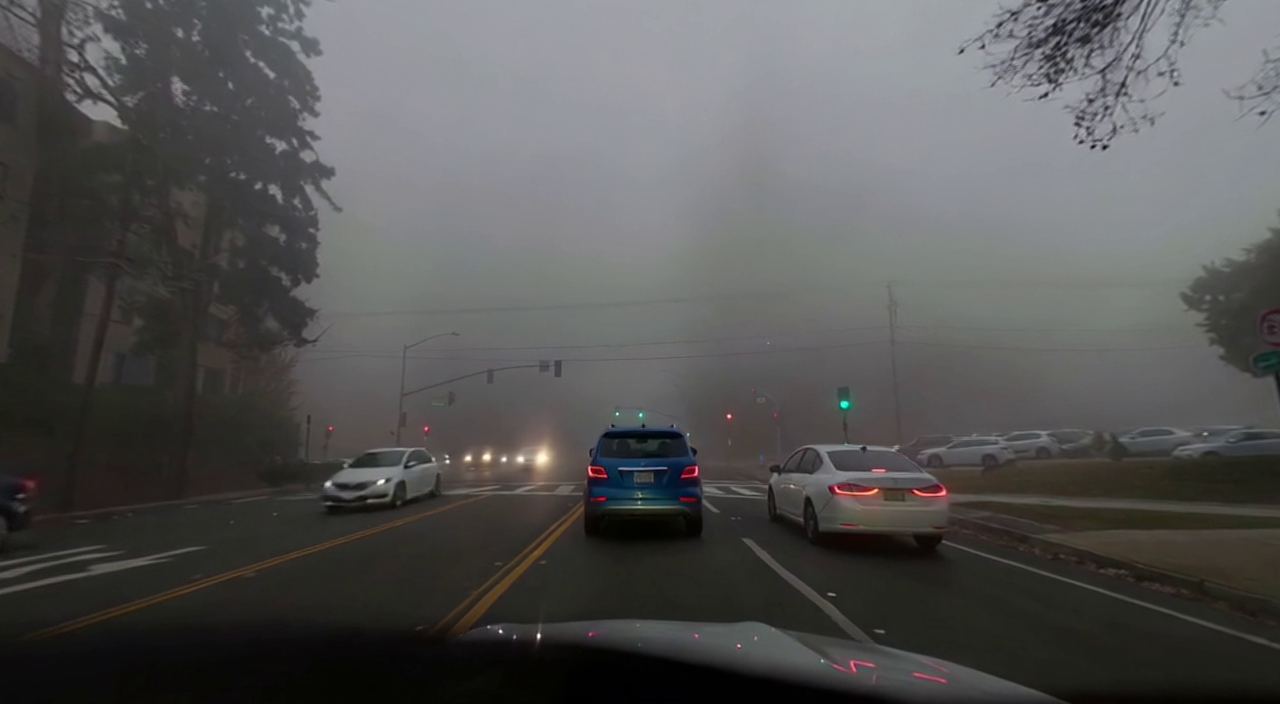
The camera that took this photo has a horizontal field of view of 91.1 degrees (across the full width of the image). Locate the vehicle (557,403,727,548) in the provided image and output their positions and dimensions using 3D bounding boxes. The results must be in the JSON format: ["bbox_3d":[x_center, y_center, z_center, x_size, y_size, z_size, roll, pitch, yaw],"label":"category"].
[{"bbox_3d":[-0.003,1.973,10.662,2.296,1.947,4.168,0,-8,-1],"label":"vehicle"}]

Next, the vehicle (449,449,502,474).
[{"bbox_3d":[-10.834,7.245,41.789,2.206,1.544,4.740,0,-8,0],"label":"vehicle"}]

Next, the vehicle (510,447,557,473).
[{"bbox_3d":[-6.509,6.662,38.860,2.054,1.478,4.584,0,-8,1],"label":"vehicle"}]

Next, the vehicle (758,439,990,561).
[{"bbox_3d":[3.327,2.164,10.048,1.900,1.478,4.425,0,-8,-2],"label":"vehicle"}]

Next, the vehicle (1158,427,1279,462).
[{"bbox_3d":[25.846,4.080,27.594,4.420,1.469,1.807,0,-8,0],"label":"vehicle"}]

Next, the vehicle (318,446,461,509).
[{"bbox_3d":[-6.638,3.341,17.324,1.981,1.478,4.701,0,-8,0],"label":"vehicle"}]

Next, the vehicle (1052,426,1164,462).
[{"bbox_3d":[26.544,5.233,35.728,4.704,1.919,2.130,0,-8,-3],"label":"vehicle"}]
